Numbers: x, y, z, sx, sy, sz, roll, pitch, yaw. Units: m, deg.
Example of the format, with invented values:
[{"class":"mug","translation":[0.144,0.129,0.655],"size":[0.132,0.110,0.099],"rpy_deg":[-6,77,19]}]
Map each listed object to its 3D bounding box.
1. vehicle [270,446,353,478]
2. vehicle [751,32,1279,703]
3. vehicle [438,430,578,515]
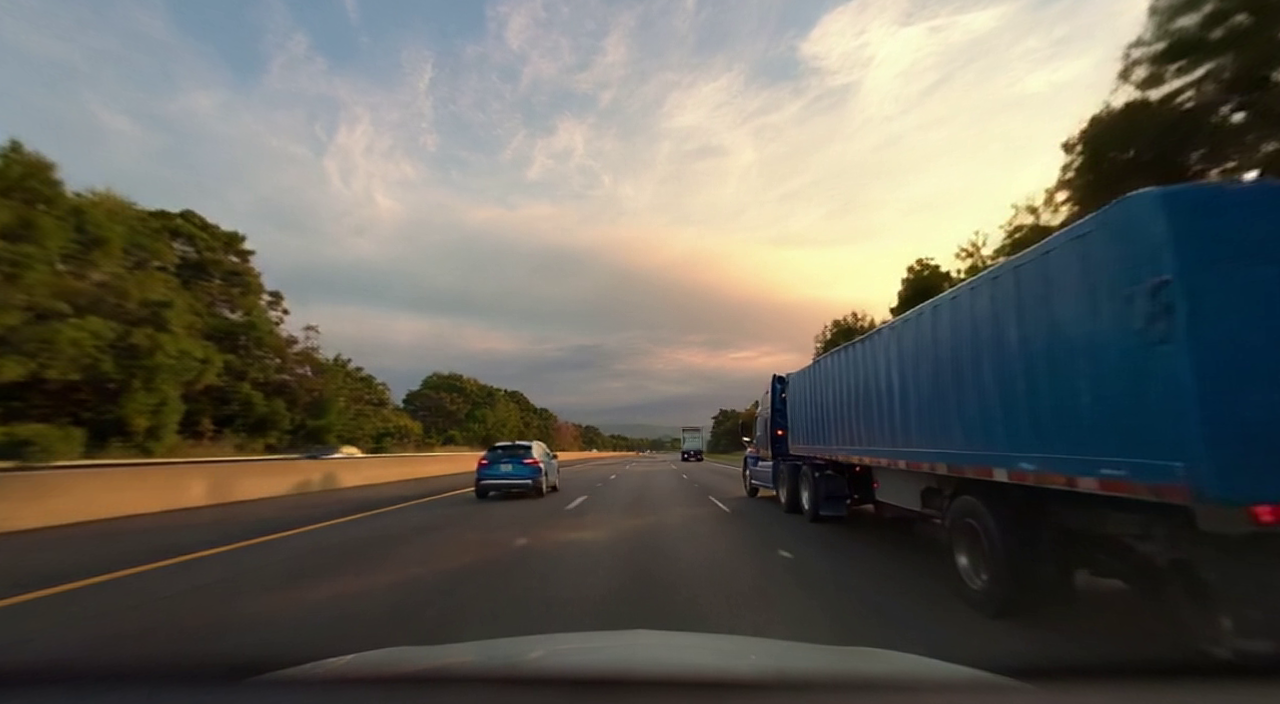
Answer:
[{"class":"vehicle","translation":[-16.743,5.619,32.459],"size":[1.879,1.493,4.452],"rpy_deg":[0,-9,0]},{"class":"vehicle","translation":[4.338,1.210,8.966],"size":[2.868,3.427,14.032],"rpy_deg":[0,-9,0]},{"class":"vehicle","translation":[-2.874,2.772,14.938],"size":[2.297,1.683,4.385],"rpy_deg":[0,-9,1]}]
